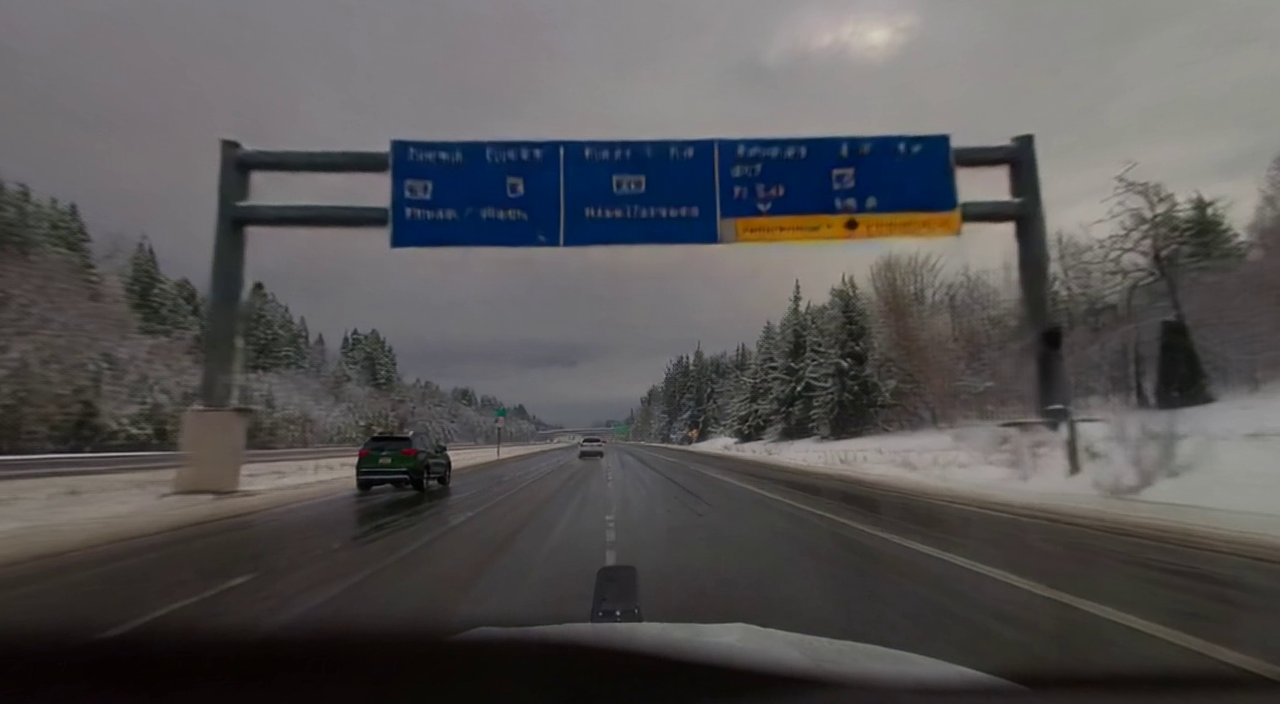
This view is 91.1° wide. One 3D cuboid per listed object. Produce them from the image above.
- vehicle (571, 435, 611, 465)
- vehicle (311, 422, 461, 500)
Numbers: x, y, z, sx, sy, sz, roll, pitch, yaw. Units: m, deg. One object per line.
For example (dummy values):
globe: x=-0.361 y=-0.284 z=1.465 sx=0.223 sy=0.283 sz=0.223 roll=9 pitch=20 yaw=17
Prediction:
vehicle: x=-2.635 y=5.357 z=34.735 sx=2.010 sy=1.534 sz=4.013 roll=0 pitch=-8 yaw=-1
vehicle: x=-6.232 y=2.703 z=16.134 sx=2.111 sy=1.689 sz=4.505 roll=0 pitch=-8 yaw=-2
